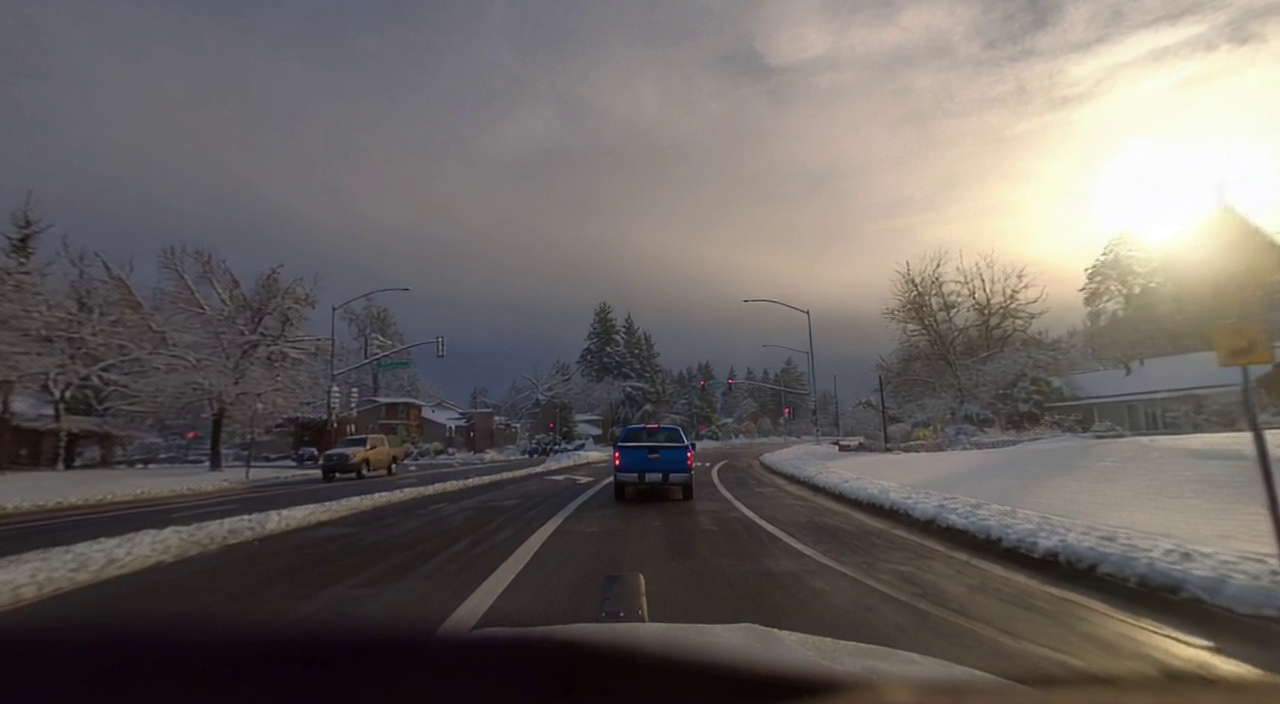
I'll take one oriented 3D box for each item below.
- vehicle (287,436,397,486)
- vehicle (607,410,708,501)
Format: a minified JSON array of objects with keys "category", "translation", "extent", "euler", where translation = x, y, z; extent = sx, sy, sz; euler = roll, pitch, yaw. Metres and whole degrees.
[{"category":"vehicle","translation":[-12.586,4.575,27.106],"extent":[2.053,1.822,4.852],"euler":[-2,-7,5]},{"category":"vehicle","translation":[0.477,2.589,16.060],"extent":[2.153,1.942,4.767],"euler":[0,-8,2]}]
